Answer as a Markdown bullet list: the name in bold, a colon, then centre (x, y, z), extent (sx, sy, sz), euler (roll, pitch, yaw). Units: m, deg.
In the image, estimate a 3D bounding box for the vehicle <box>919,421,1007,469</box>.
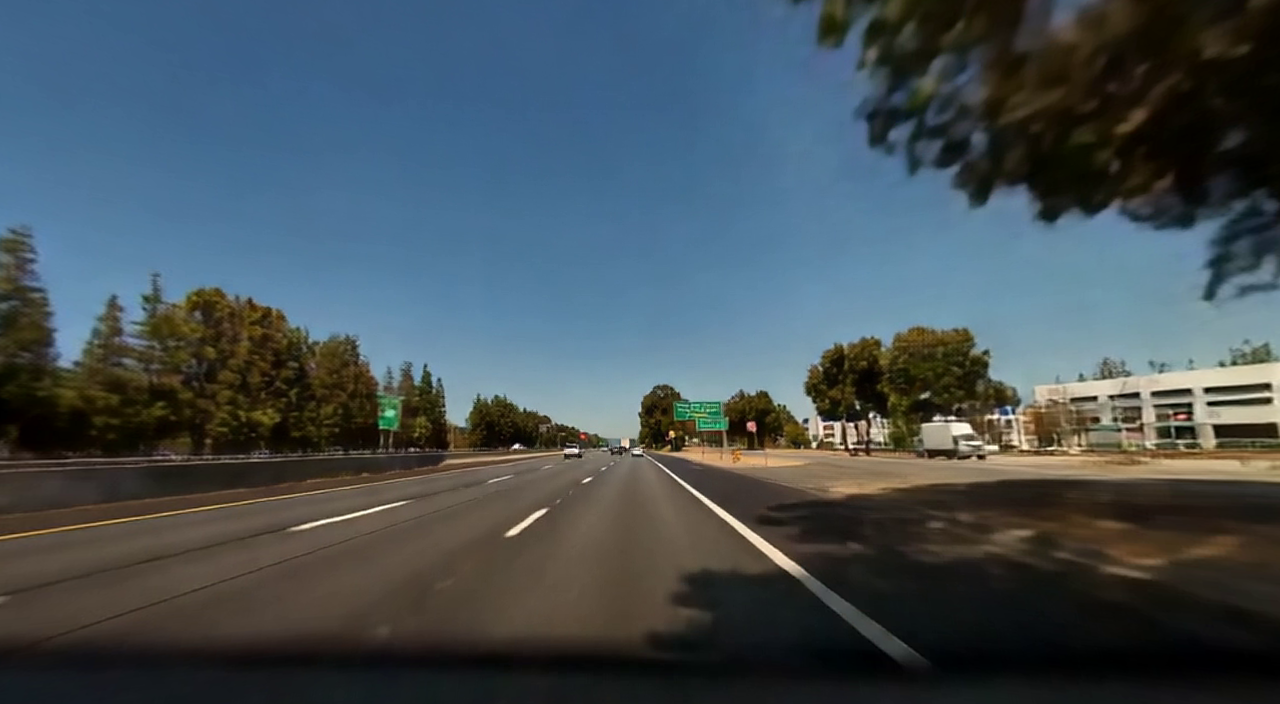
- **vehicle**: centre (24.725, 7.193, 48.914), extent (3.065, 3.244, 7.356), euler (-2, -9, 2)
